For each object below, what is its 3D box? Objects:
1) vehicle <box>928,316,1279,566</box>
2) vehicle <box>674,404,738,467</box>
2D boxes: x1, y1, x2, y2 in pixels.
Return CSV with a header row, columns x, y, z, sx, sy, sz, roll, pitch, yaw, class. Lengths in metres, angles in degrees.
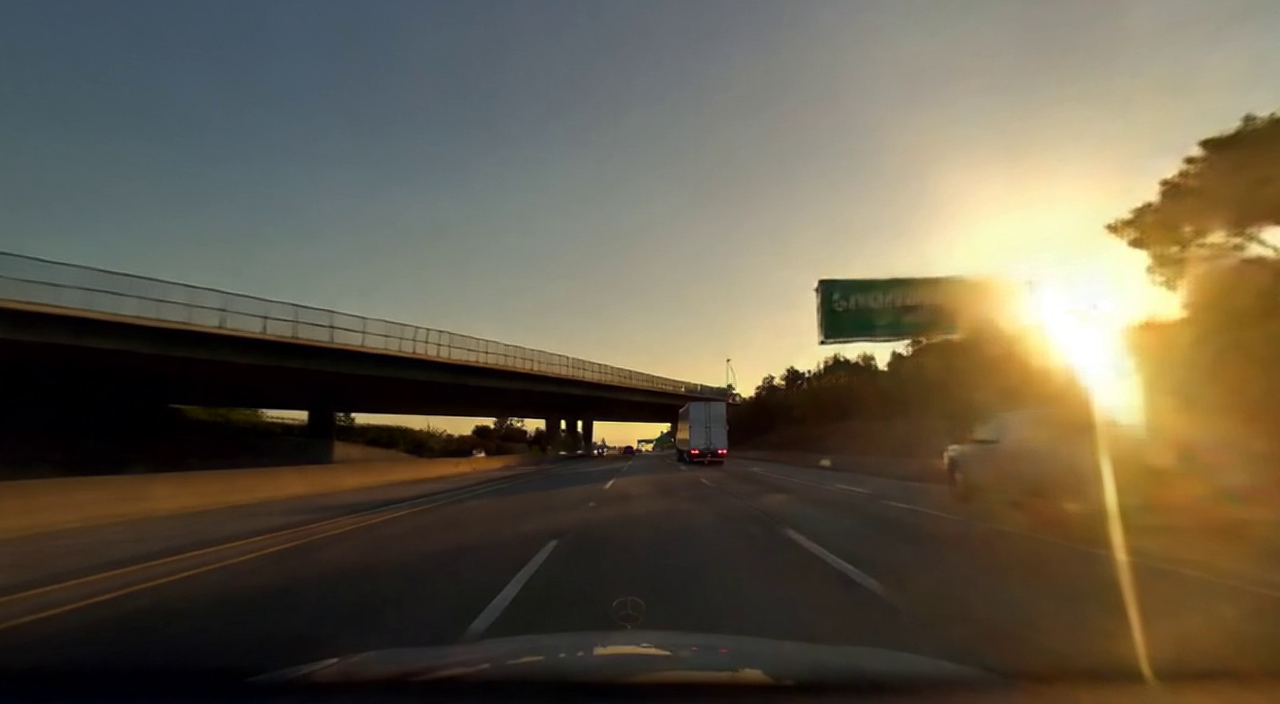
x,y,z,sx,sy,sz,roll,pitch,yaw,class
7.817,1.469,10.575,2.474,2.730,7.349,0,-8,0,vehicle
4.812,6.695,49.885,3.187,4.197,15.004,0,-8,-1,vehicle
